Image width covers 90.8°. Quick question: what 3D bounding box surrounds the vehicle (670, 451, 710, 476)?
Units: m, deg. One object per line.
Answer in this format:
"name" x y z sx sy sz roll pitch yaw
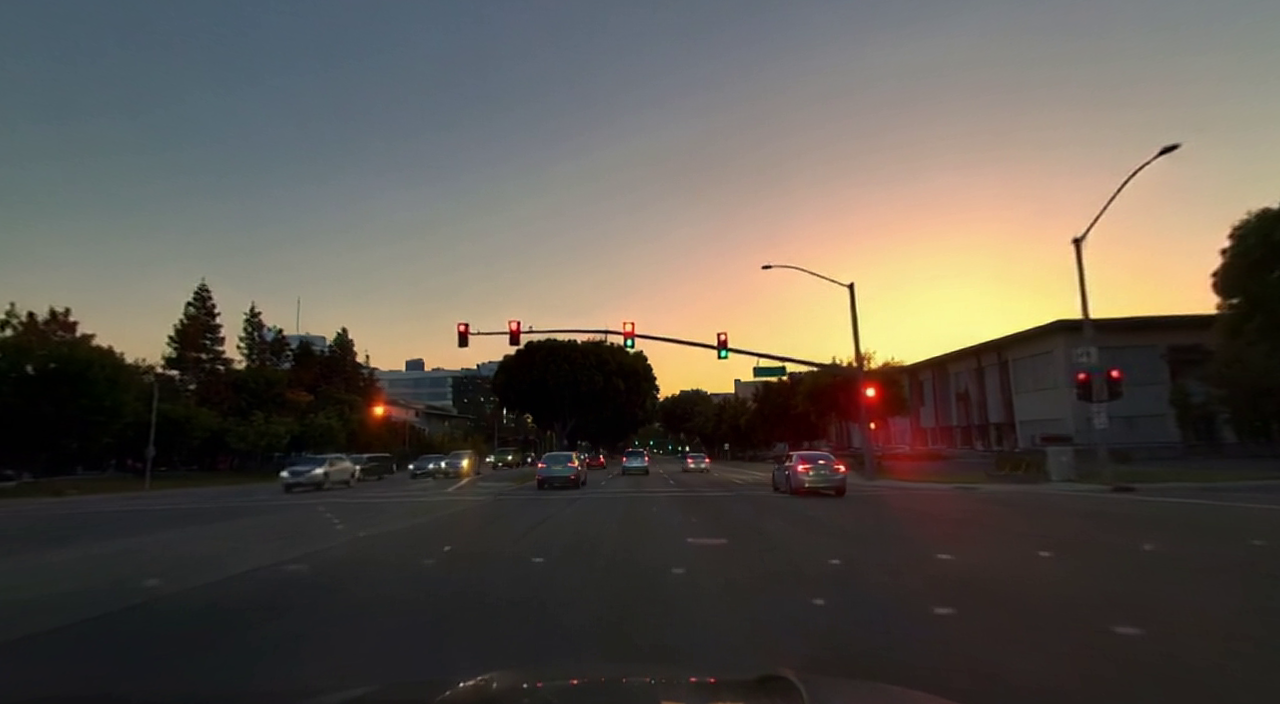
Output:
"vehicle" 3.033 6.828 39.021 2.014 1.430 4.103 0 -8 -2

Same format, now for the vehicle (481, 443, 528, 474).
"vehicle" -9.190 7.246 43.265 2.185 1.752 4.599 -4 -8 0

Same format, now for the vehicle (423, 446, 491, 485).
"vehicle" -8.972 5.558 31.331 1.929 1.492 4.430 -5 -7 1

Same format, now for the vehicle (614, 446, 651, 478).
"vehicle" -0.375 6.282 36.306 2.008 1.716 4.125 0 -8 1

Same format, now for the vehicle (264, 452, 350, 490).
"vehicle" -16.395 5.857 31.364 1.923 1.663 4.400 0 -8 -1

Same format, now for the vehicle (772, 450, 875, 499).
"vehicle" 6.172 4.152 21.895 2.028 1.451 4.625 0 -8 -2

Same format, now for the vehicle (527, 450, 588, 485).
"vehicle" -3.701 5.263 29.125 2.163 1.474 4.413 0 -8 1

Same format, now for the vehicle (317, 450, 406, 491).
"vehicle" -12.167 5.182 27.940 1.975 1.450 4.561 -5 -8 -1
